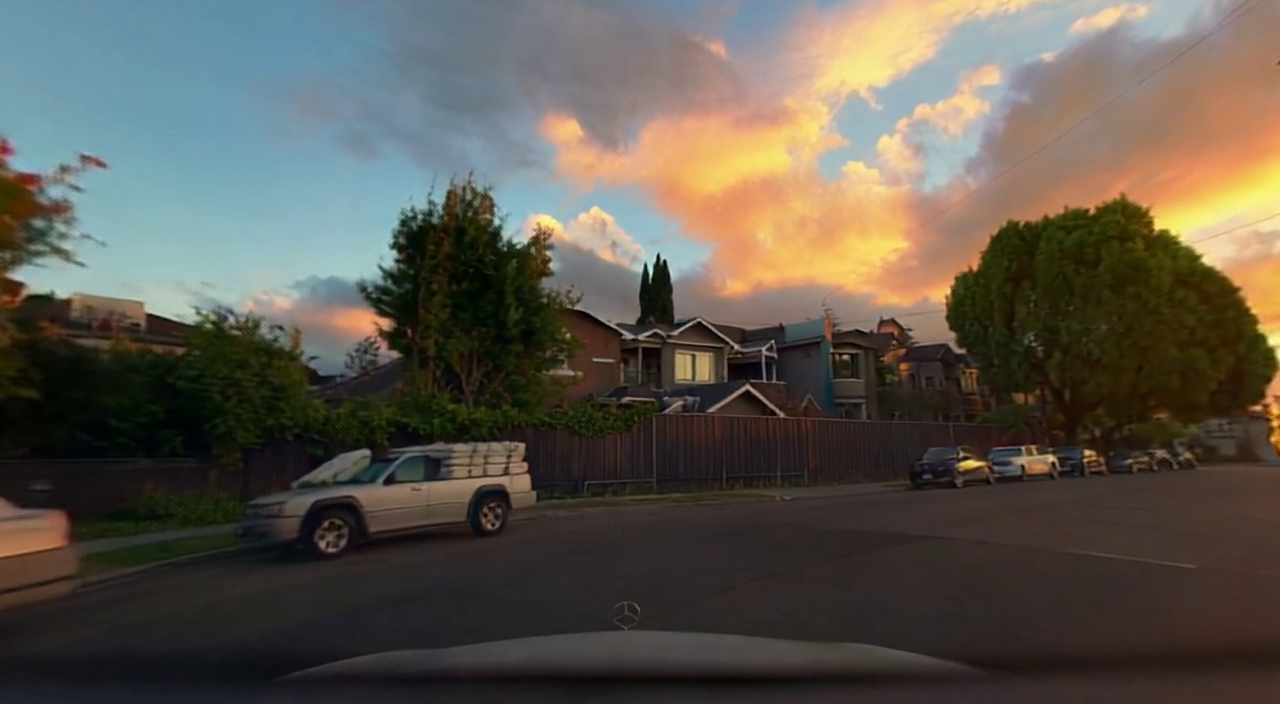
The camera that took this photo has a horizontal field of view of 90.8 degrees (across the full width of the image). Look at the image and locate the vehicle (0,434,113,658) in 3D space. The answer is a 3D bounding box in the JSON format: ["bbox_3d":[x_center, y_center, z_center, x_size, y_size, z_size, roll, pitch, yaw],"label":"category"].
[{"bbox_3d":[-5.370,1.081,2.750,1.943,1.475,4.701,-4,-10,3],"label":"vehicle"}]

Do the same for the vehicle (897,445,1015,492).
[{"bbox_3d":[11.263,4.043,22.379,4.731,1.478,1.930,7,-11,-40],"label":"vehicle"}]

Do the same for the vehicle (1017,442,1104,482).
[{"bbox_3d":[19.273,4.968,28.903,4.221,1.673,1.918,6,-11,-38],"label":"vehicle"}]

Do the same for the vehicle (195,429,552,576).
[{"bbox_3d":[-3.493,1.955,9.121,2.082,1.547,4.217,-6,-10,34],"label":"vehicle"}]
